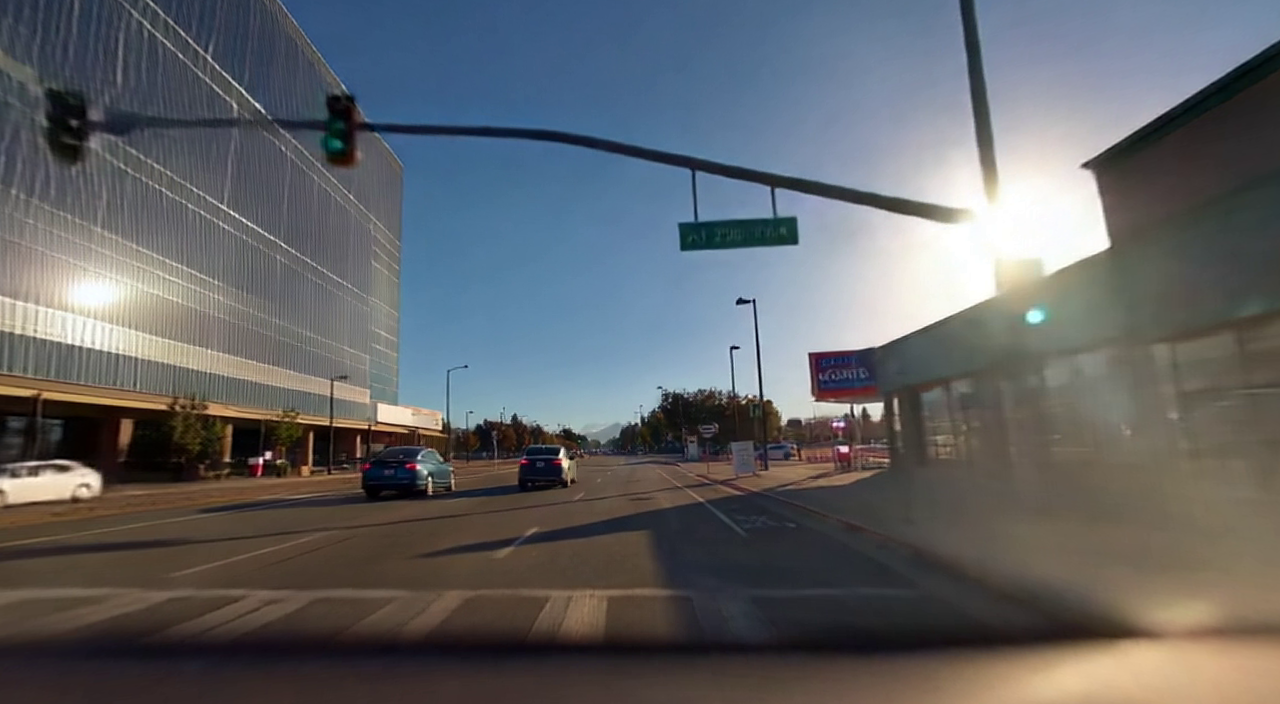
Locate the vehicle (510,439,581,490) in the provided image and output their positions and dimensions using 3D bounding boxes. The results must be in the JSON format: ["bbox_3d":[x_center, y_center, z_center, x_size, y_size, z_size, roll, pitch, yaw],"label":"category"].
[{"bbox_3d":[-3.430,4.164,23.706,2.052,1.729,4.195,0,-8,0],"label":"vehicle"}]

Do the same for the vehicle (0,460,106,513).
[{"bbox_3d":[-20.830,4.414,20.912,2.050,1.519,4.736,0,-8,2],"label":"vehicle"}]

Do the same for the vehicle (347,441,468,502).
[{"bbox_3d":[-6.895,3.559,19.343,1.909,1.605,4.561,0,-8,1],"label":"vehicle"}]
